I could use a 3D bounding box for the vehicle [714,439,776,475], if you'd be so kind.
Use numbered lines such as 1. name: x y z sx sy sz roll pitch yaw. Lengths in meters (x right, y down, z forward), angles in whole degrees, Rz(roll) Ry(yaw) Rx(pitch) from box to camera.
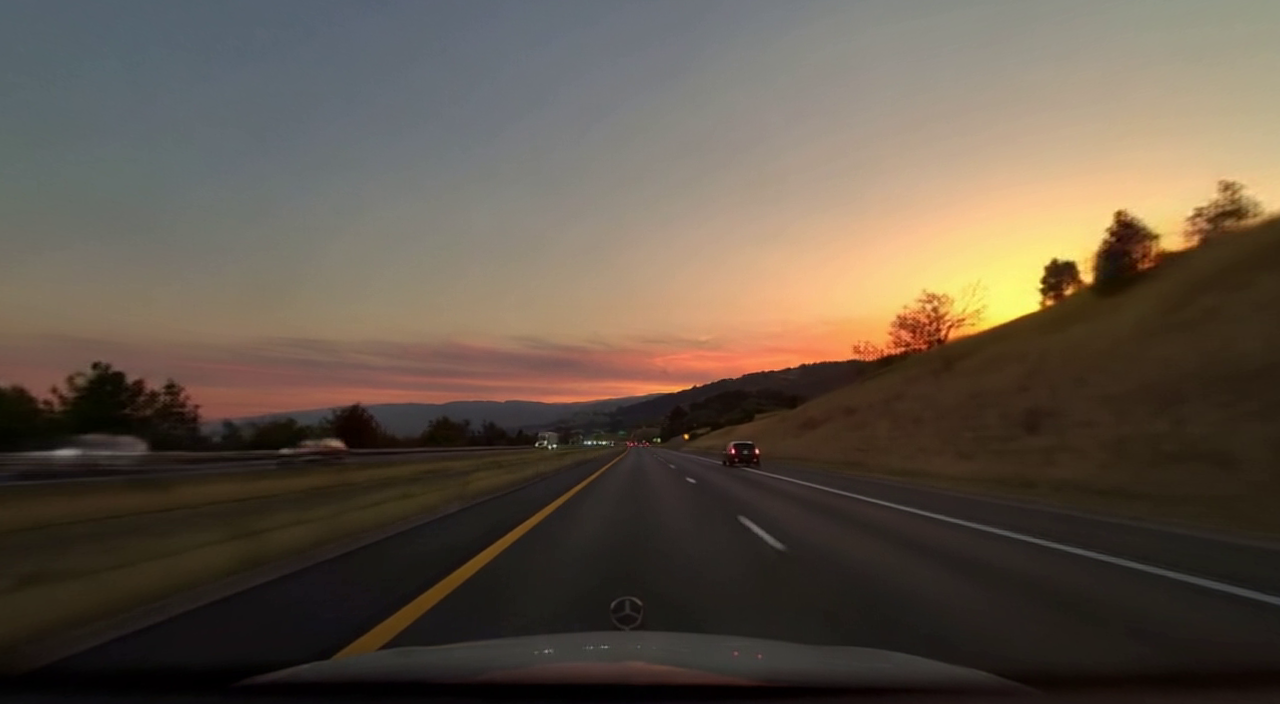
1. vehicle: 4.698 4.762 28.809 2.012 1.476 4.256 0 -8 -1

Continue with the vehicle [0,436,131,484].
1. vehicle: -20.826 3.721 22.031 2.137 1.467 4.729 0 -8 0

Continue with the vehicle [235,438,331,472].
1. vehicle: -17.280 4.991 30.804 1.888 1.474 4.725 0 -8 1
